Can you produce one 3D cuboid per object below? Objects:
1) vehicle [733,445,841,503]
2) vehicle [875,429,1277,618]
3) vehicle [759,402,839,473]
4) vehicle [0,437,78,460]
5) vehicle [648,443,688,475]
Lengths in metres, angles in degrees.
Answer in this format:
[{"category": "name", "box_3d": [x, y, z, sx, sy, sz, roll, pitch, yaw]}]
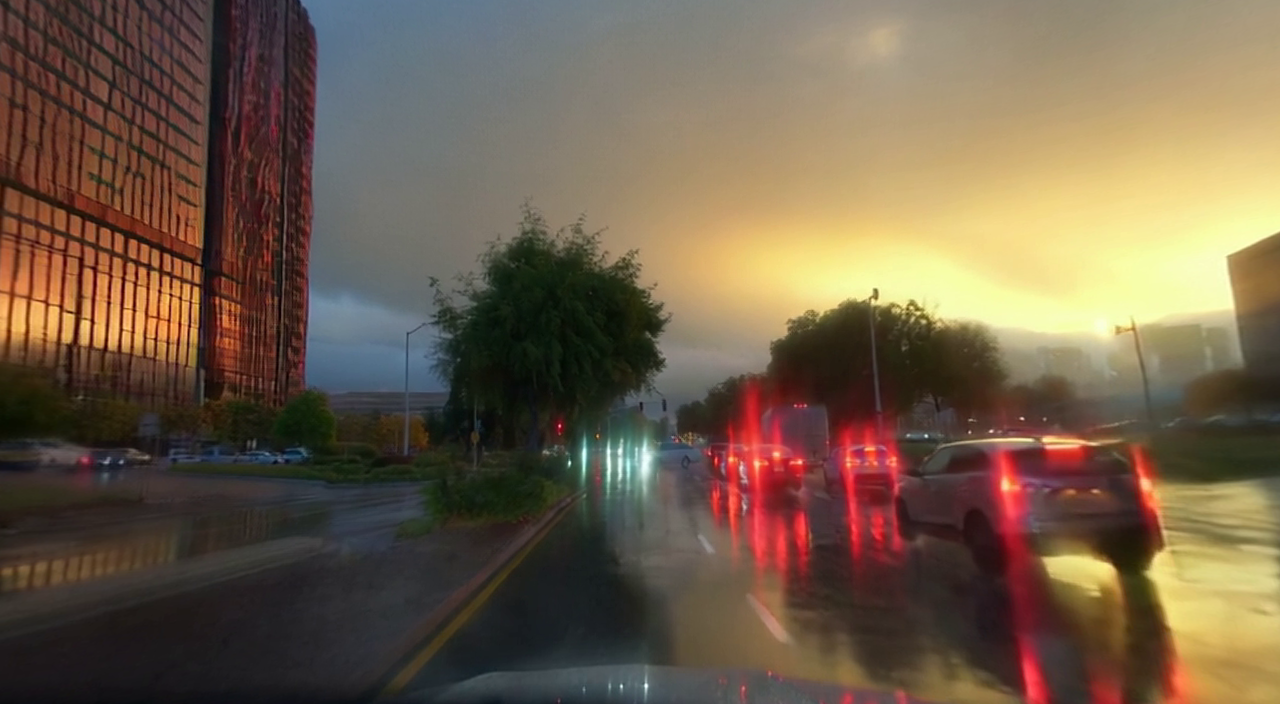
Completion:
[{"category": "vehicle", "box_3d": [4.273, 3.607, 19.054, 2.183, 1.553, 3.923, 0, -9, -2]}, {"category": "vehicle", "box_3d": [4.749, 1.876, 8.084, 2.089, 1.609, 4.922, -1, -9, 7]}, {"category": "vehicle", "box_3d": [9.448, 5.441, 39.264, 3.128, 3.616, 13.736, -1, -9, 7]}, {"category": "vehicle", "box_3d": [-45.090, 7.165, 46.789, 4.600, 1.700, 1.957, 1, -9, -4]}, {"category": "vehicle", "box_3d": [1.687, 6.158, 36.454, 2.121, 1.728, 4.161, -1, -9, 5]}]
